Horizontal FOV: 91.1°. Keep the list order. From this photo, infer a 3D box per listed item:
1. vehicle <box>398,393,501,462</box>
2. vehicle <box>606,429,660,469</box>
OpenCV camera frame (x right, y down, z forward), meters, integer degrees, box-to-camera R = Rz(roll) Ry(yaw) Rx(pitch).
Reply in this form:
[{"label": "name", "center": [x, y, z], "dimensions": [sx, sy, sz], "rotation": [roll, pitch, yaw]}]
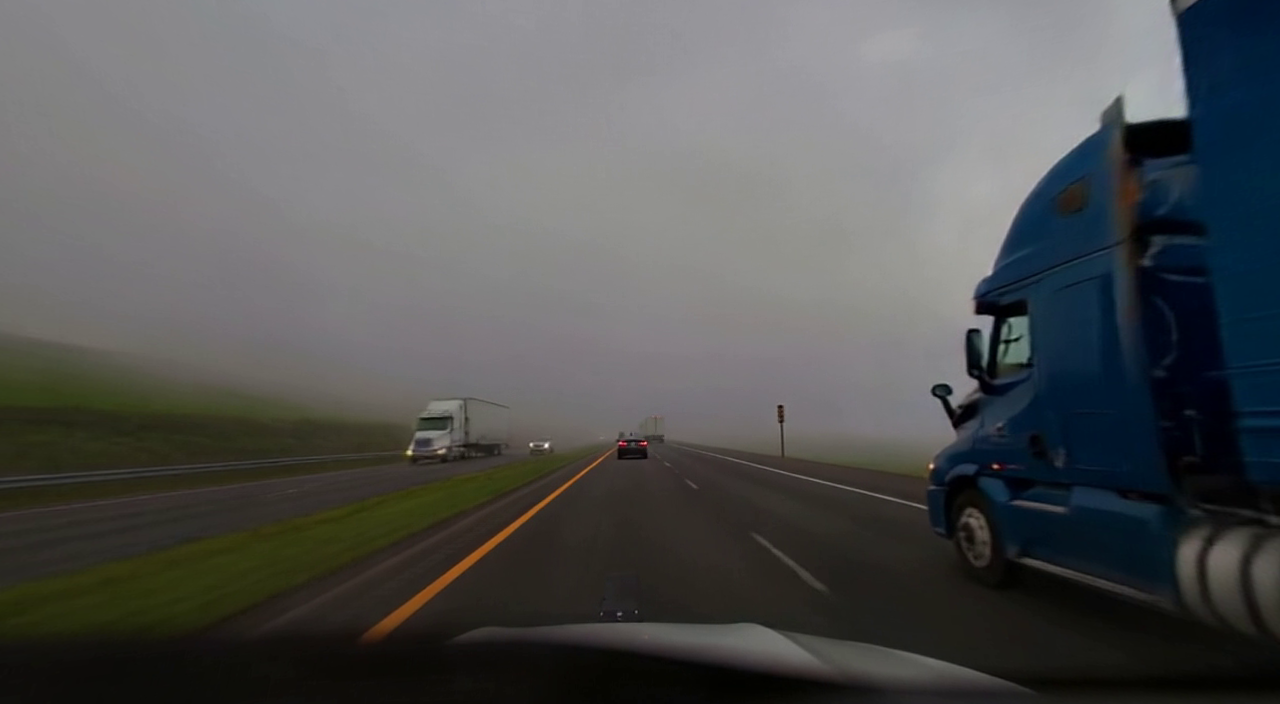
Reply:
[{"label": "vehicle", "center": [-12.268, 5.131, 41.912], "dimensions": [3.270, 3.993, 10.585], "rotation": [0, -8, 1]}, {"label": "vehicle", "center": [-0.306, 4.275, 27.983], "dimensions": [2.216, 1.623, 4.220], "rotation": [0, -8, -1]}]
